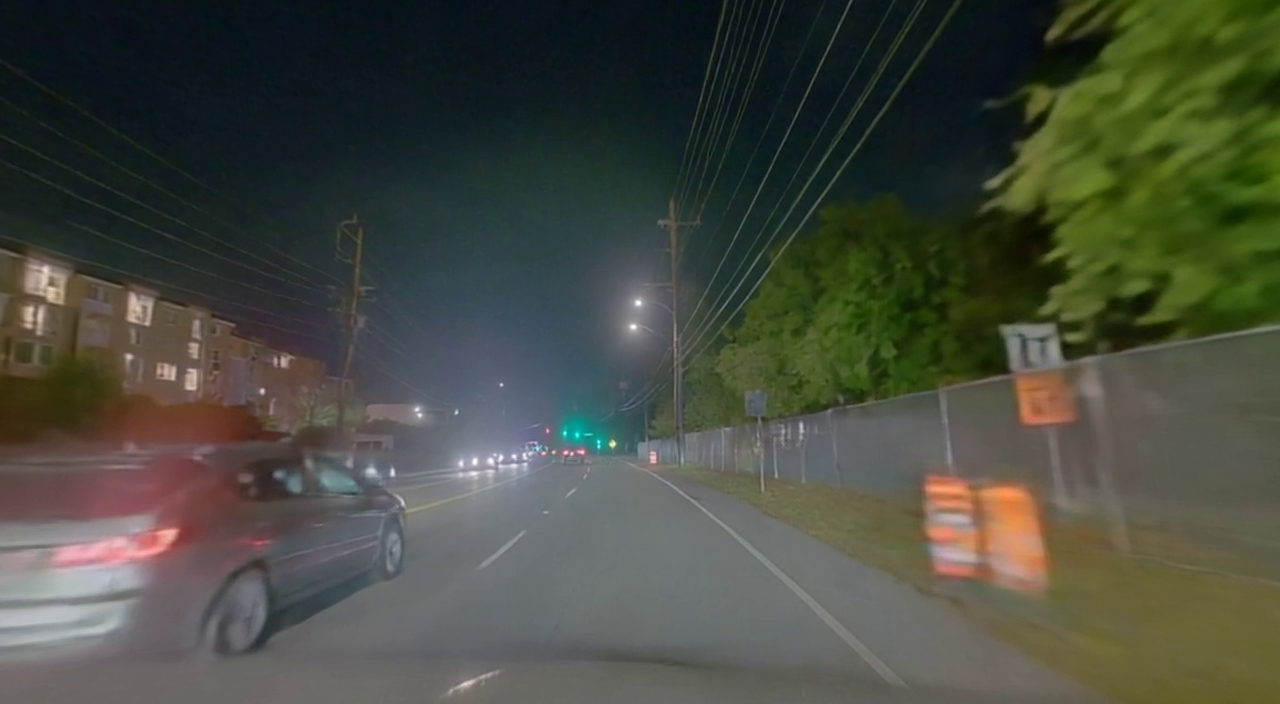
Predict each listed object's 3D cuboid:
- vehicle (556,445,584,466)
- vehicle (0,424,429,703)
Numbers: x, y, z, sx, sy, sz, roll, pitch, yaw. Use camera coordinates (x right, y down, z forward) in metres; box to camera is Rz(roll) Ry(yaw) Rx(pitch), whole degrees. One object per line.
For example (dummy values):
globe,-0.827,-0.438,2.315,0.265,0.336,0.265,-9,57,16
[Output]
vehicle,-5.405,8.055,49.102,1.992,1.515,4.289,1,-9,-5
vehicle,-3.616,1.436,5.352,2.020,1.489,4.469,0,-9,1
